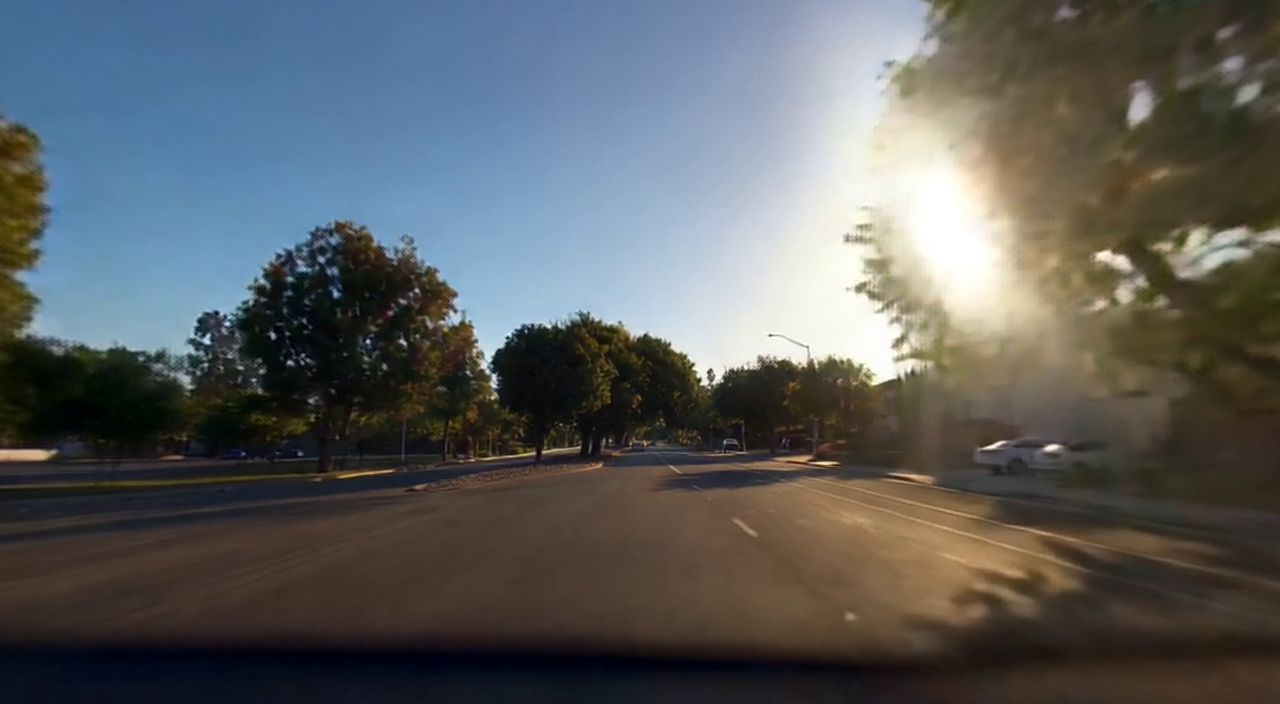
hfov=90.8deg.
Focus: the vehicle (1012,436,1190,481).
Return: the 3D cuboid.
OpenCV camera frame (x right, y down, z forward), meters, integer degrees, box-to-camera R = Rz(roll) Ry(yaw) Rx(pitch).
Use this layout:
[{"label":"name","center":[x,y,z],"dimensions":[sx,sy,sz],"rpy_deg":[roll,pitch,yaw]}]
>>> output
[{"label":"vehicle","center":[15.818,3.664,21.880],"dimensions":[4.592,1.472,2.009],"rpy_deg":[0,-9,-1]}]
